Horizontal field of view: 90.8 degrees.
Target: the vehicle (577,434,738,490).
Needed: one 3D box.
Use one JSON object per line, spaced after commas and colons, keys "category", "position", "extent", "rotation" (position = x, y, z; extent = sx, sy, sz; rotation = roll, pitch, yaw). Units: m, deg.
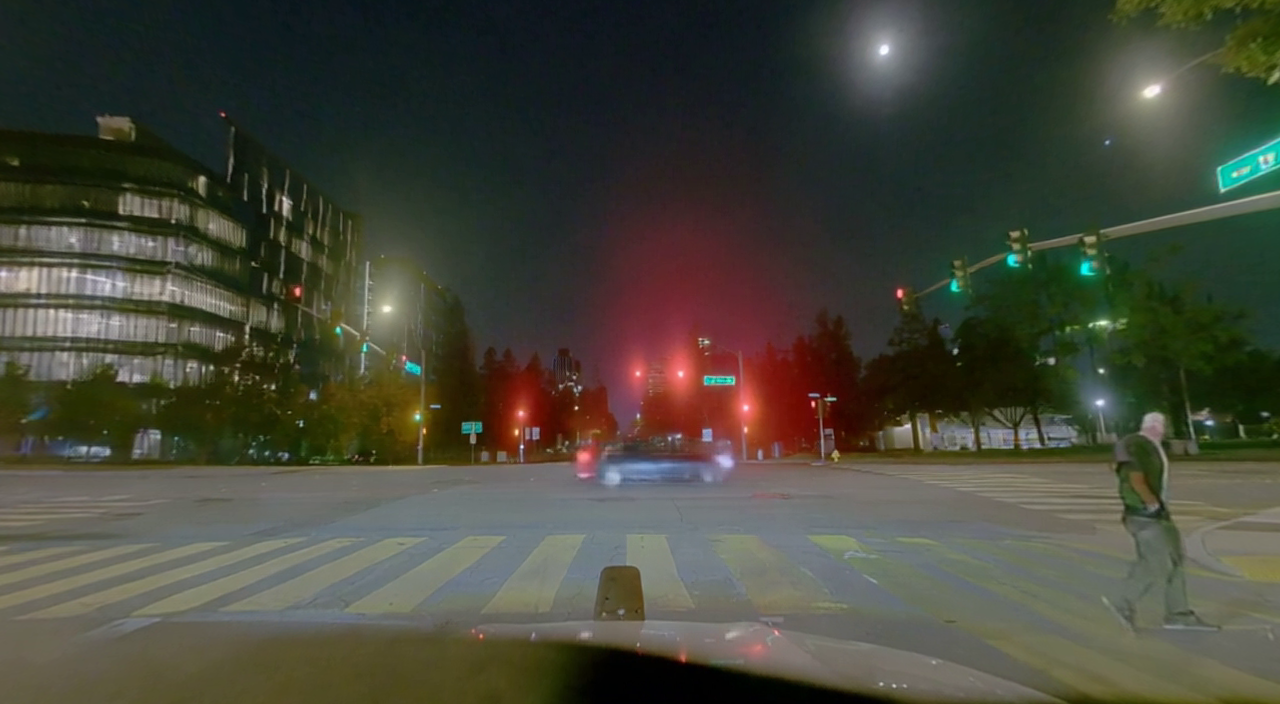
{"category": "vehicle", "position": [0.499, 3.230, 18.709], "extent": [4.502, 1.512, 1.917], "rotation": [0, -9, 0]}
